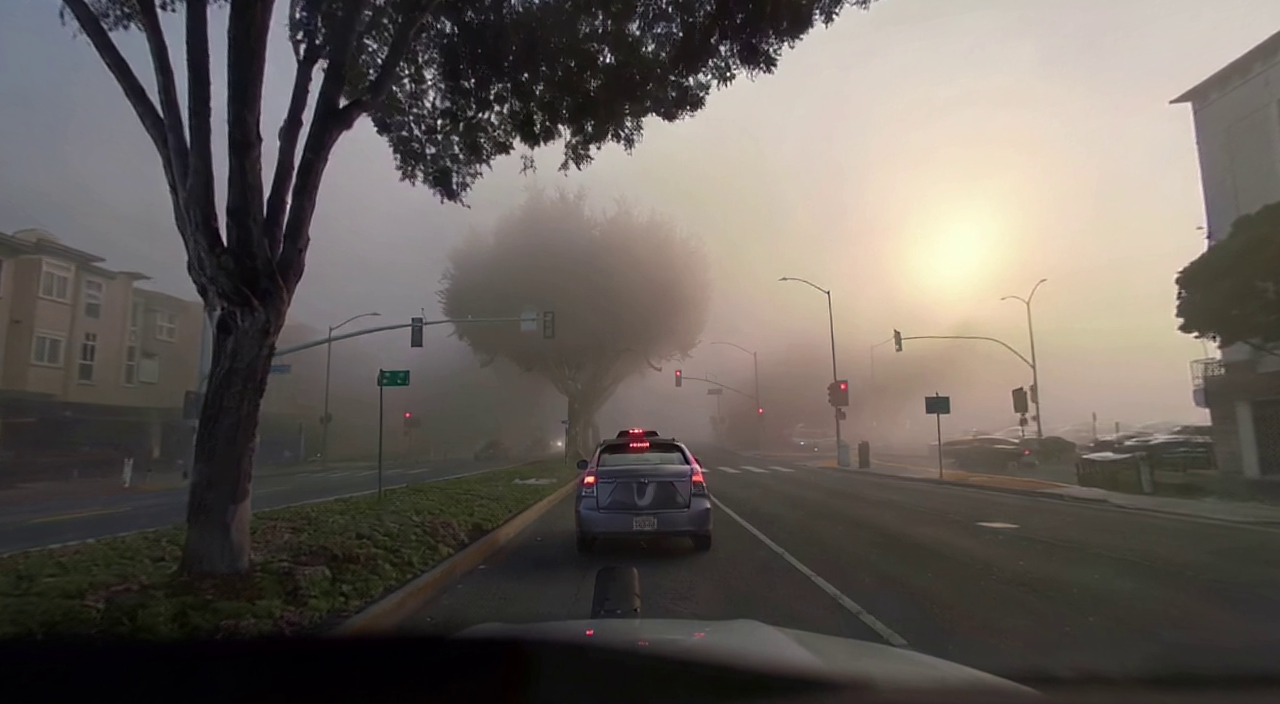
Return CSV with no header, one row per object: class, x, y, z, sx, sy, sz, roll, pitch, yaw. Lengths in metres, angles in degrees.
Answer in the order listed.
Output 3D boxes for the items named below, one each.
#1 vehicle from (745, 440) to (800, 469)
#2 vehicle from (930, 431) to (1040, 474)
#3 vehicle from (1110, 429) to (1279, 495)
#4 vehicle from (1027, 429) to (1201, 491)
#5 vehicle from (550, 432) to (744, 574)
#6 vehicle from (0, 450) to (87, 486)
vehicle,7.032,5.482,33.821,1.932,1.439,4.159,0,-9,-1
vehicle,13.093,3.844,24.167,1.887,1.504,3.898,0,-9,-2
vehicle,15.766,3.073,17.851,1.814,1.642,3.863,0,-9,1
vehicle,13.078,3.000,17.737,1.859,1.525,3.948,0,-9,1
vehicle,-0.034,1.878,8.654,2.010,1.447,4.121,0,-9,-3
vehicle,-27.399,5.089,27.900,1.773,1.438,4.268,0,-9,2
